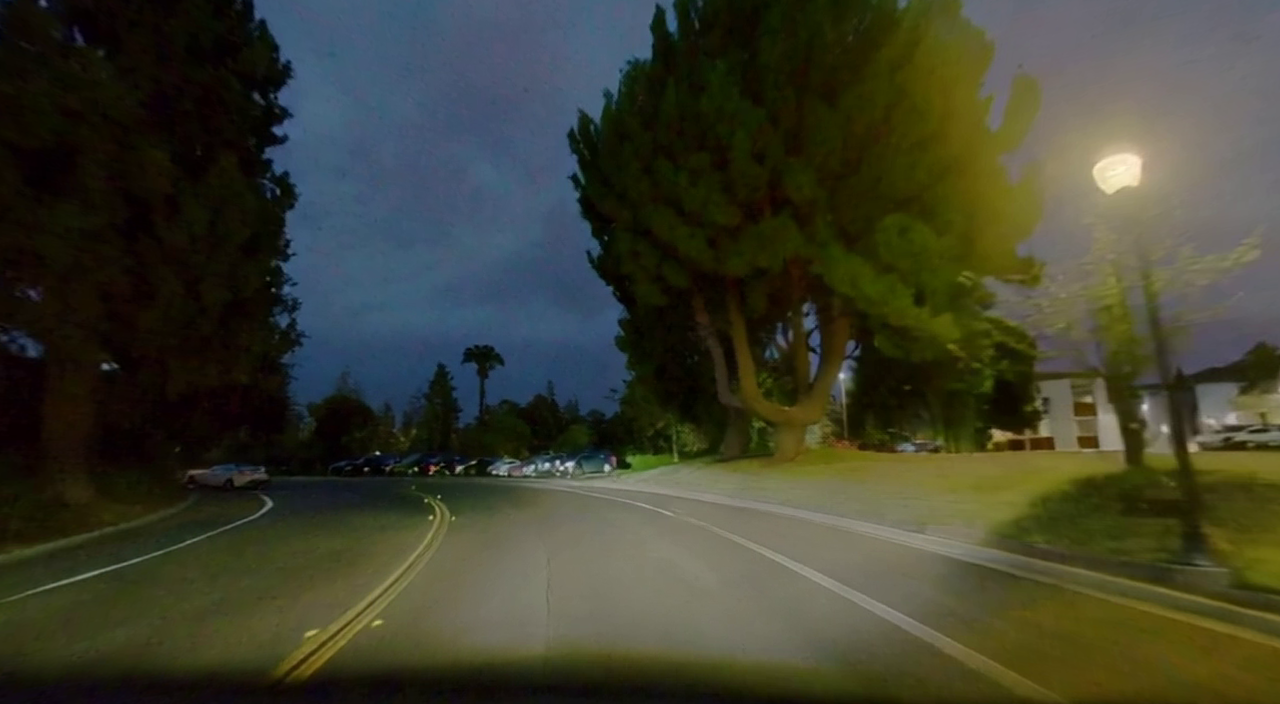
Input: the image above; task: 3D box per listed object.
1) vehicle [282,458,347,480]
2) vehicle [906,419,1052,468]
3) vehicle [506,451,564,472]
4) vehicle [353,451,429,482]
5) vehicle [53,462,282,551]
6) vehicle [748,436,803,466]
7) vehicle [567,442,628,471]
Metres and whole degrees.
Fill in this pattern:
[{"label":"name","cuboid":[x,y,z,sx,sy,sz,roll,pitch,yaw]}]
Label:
[{"label":"vehicle","cuboid":[-24.544,8.779,47.636,4.611,1.519,2.053,-5,-10,28]},{"label":"vehicle","cuboid":[12.063,3.308,22.681,4.308,1.433,1.871,-7,-7,28]},{"label":"vehicle","cuboid":[-7.947,8.333,48.153,2.036,1.517,4.225,-6,-10,30]},{"label":"vehicle","cuboid":[-16.489,7.505,41.726,5.202,1.817,2.042,-5,-9,36]},{"label":"vehicle","cuboid":[-11.405,3.683,16.185,2.772,1.161,7.241,0,-6,-21]},{"label":"vehicle","cuboid":[8.407,6.046,38.900,1.900,1.711,4.666,-5,-10,30]},{"label":"vehicle","cuboid":[-3.010,7.518,45.738,2.229,1.723,4.372,-4,-6,32]}]
